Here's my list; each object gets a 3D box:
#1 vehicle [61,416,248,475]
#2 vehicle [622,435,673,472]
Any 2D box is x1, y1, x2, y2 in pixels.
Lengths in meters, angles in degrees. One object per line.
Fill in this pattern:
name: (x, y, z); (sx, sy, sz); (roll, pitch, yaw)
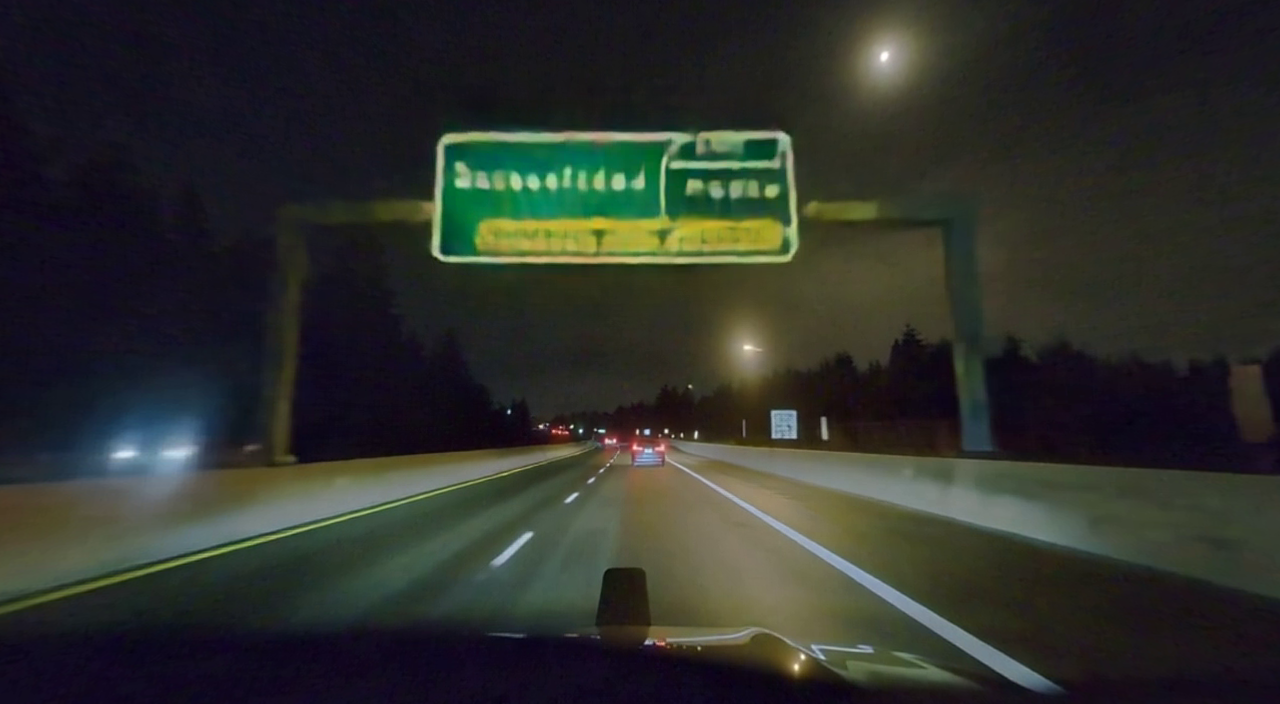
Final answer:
vehicle: (-14.411, 2.822, 19.112); (1.880, 1.535, 4.651); (0, -8, 1)
vehicle: (0.324, 4.519, 28.260); (2.130, 1.512, 4.057); (0, -8, 0)
